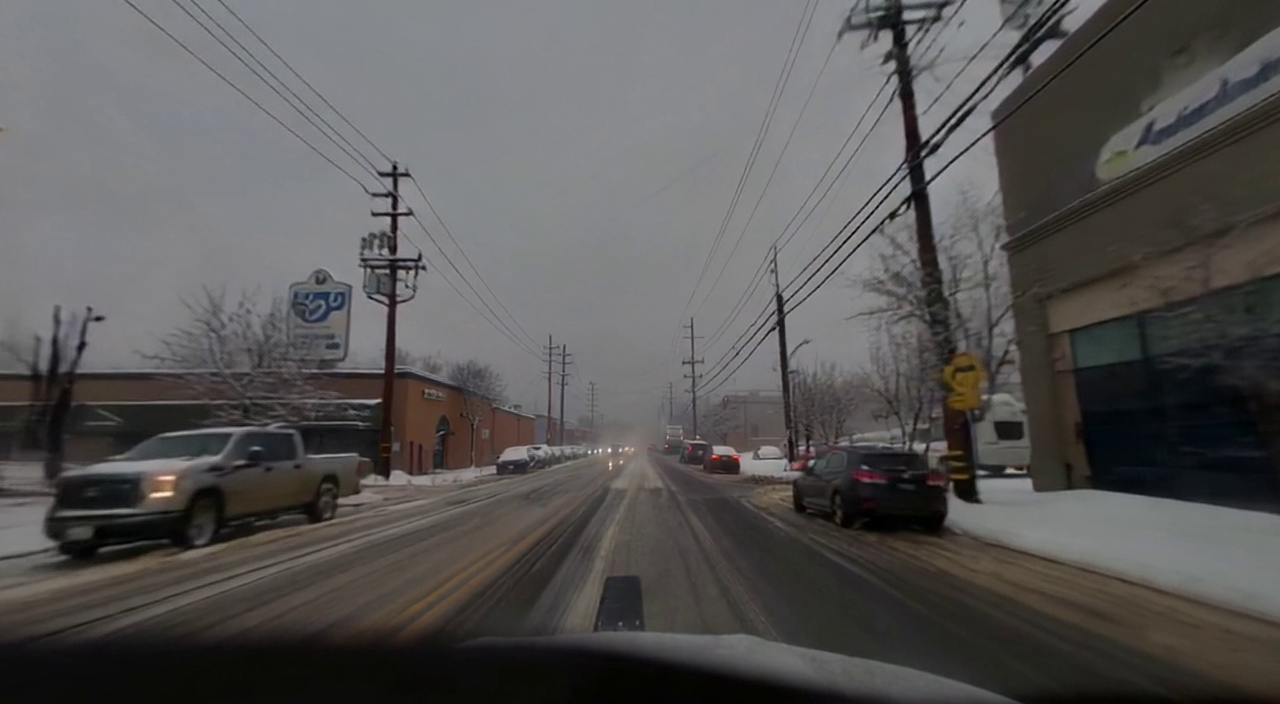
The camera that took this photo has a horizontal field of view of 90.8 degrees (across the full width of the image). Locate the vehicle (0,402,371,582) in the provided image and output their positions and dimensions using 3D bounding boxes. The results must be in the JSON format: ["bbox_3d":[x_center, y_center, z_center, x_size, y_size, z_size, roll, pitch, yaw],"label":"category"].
[{"bbox_3d":[-7.567,2.221,11.291,2.692,2.152,6.686,-2,-8,-1],"label":"vehicle"}]

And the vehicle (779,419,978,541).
[{"bbox_3d":[4.278,2.360,12.328,2.087,1.892,4.579,0,-8,0],"label":"vehicle"}]

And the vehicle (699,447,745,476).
[{"bbox_3d":[4.442,5.954,34.750,1.919,1.453,4.425,0,-8,0],"label":"vehicle"}]

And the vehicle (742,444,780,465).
[{"bbox_3d":[8.987,7.676,47.265,1.798,1.370,4.191,-2,-9,-3],"label":"vehicle"}]

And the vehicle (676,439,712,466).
[{"bbox_3d":[4.082,7.728,48.777,2.218,1.956,5.916,0,-8,-1],"label":"vehicle"}]

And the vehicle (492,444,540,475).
[{"bbox_3d":[-7.595,6.632,39.189,2.194,1.775,4.482,0,-8,-1],"label":"vehicle"}]

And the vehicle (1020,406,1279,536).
[{"bbox_3d":[9.722,1.953,10.933,4.825,1.878,2.050,-3,-8,0],"label":"vehicle"}]
